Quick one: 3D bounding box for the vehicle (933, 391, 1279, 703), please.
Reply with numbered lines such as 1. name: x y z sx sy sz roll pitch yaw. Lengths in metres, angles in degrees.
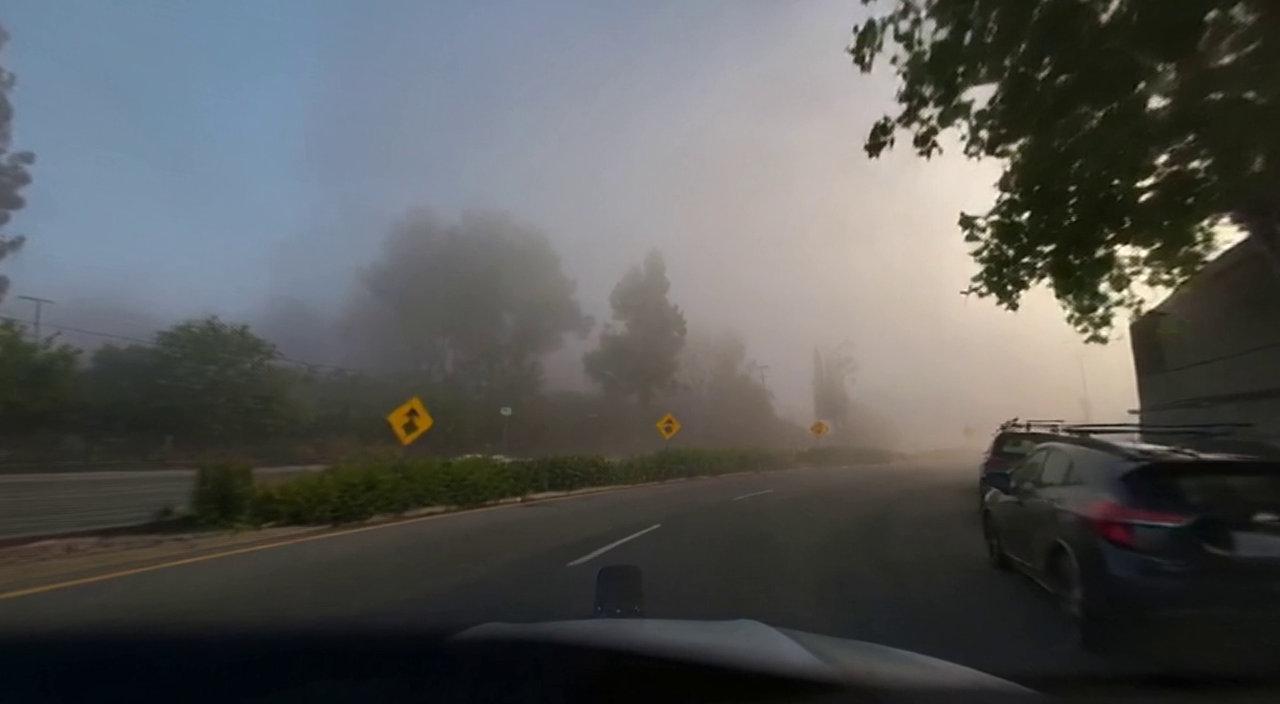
1. vehicle: 4.144 1.330 5.231 2.195 1.605 5.134 -2 -9 15
